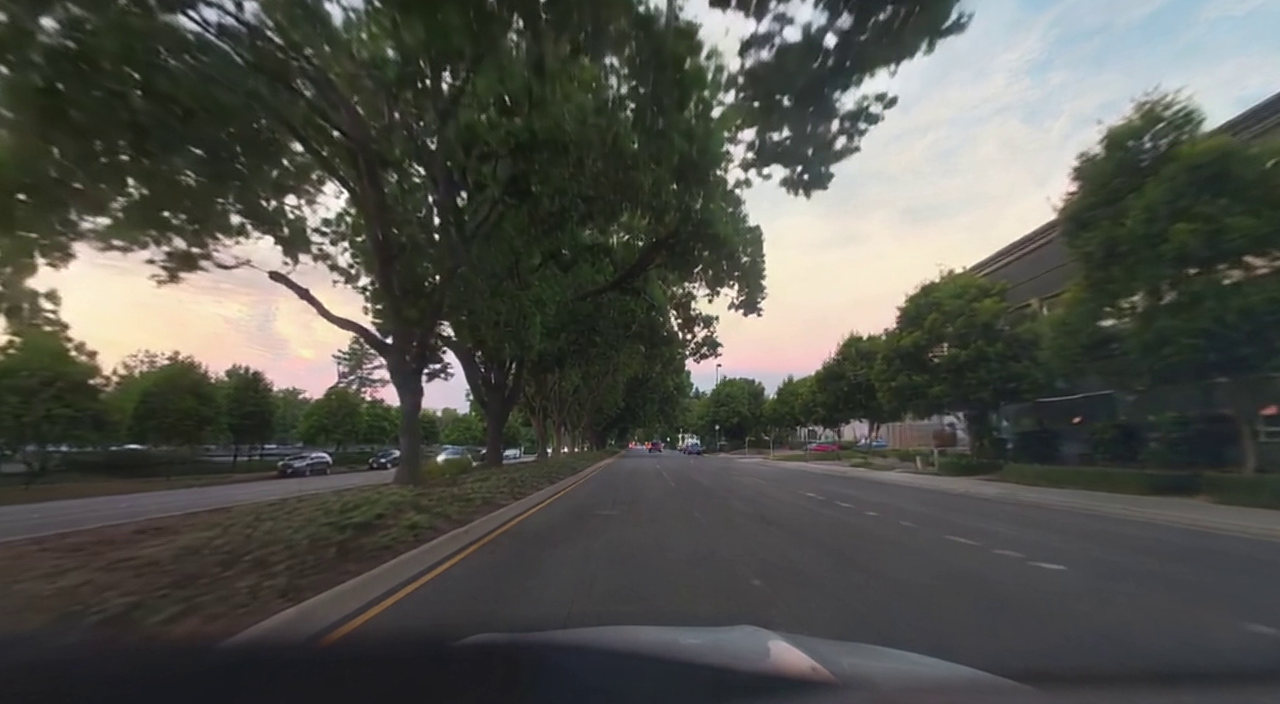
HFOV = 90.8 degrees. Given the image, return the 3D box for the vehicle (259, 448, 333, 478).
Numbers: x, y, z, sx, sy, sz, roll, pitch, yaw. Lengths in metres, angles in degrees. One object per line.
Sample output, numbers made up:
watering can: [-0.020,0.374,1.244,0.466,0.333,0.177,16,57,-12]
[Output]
vehicle: [-22.001,7.074,40.616,1.922,1.738,4.556,-1,-8,5]
